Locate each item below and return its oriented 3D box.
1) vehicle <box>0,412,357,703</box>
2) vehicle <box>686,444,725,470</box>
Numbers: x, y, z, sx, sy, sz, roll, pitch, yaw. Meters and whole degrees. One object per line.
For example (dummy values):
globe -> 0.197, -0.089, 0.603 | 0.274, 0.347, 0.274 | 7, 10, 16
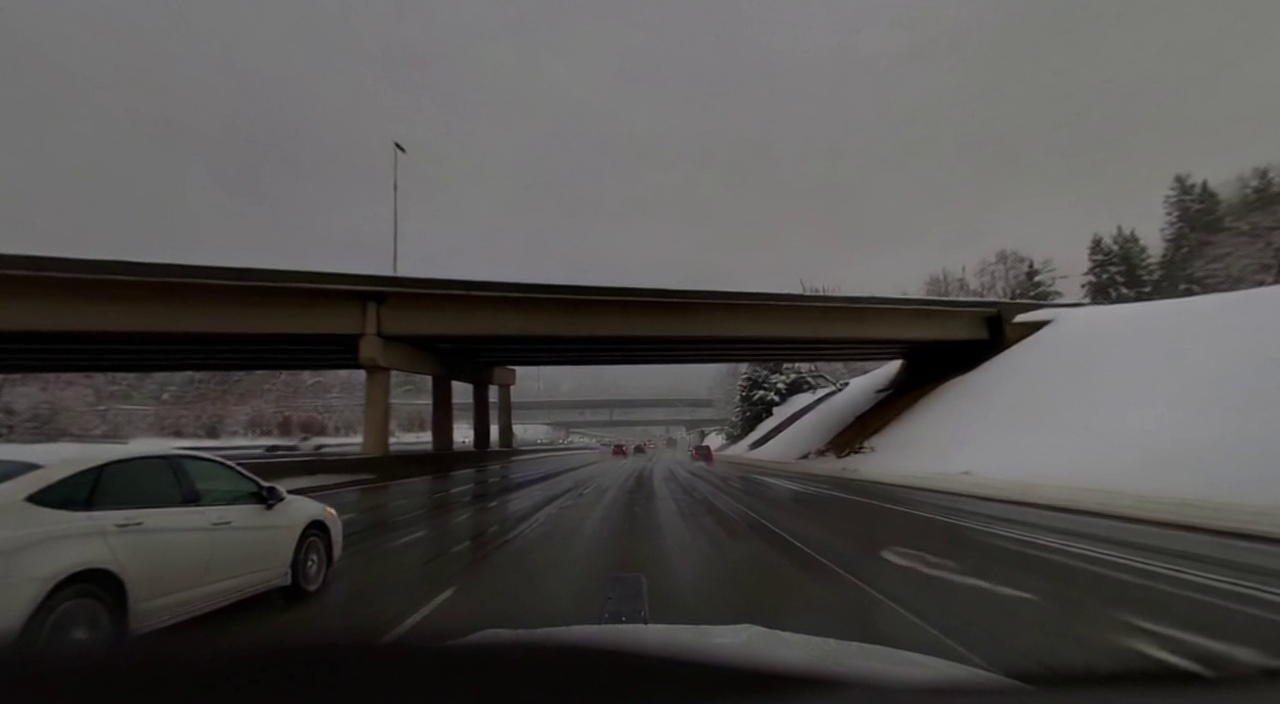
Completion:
vehicle -> -3.734, 1.164, 3.797 | 1.990, 1.477, 4.308 | 0, -8, 1
vehicle -> 4.108, 6.647, 40.267 | 2.059, 1.509, 4.670 | 0, -8, 1
